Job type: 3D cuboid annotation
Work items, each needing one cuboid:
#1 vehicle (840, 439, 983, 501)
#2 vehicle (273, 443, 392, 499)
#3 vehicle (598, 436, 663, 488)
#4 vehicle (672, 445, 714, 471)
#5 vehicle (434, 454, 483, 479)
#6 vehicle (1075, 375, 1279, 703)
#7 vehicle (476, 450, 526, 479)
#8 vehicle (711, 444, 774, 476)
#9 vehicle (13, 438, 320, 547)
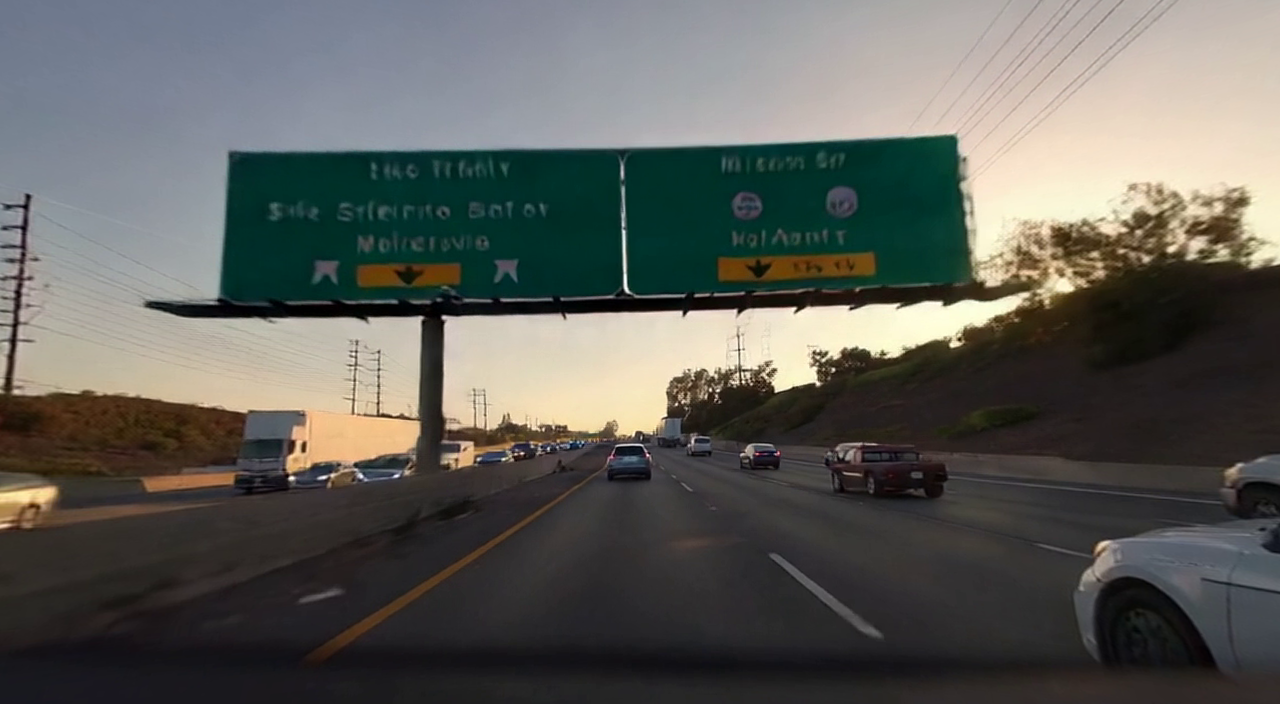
[{"bbox_3d":[7.176,3.143,17.248,1.958,1.473,4.201,0,-9,-1],"label":"vehicle"},{"bbox_3d":[-11.509,4.450,24.083,2.113,1.873,4.741,0,-9,0],"label":"vehicle"},{"bbox_3d":[-0.373,4.206,24.520,2.298,1.809,4.359,0,-9,-1],"label":"vehicle"},{"bbox_3d":[3.228,6.495,39.025,2.115,1.481,3.968,0,-9,-2],"label":"vehicle"},{"bbox_3d":[-11.914,7.519,41.662,1.888,1.455,4.410,0,-9,1],"label":"vehicle"},{"bbox_3d":[3.343,0.731,1.449,1.967,1.547,3.777,0,-9,0],"label":"vehicle"},{"bbox_3d":[-8.023,6.492,36.735,1.931,1.541,4.018,0,-9,1],"label":"vehicle"},{"bbox_3d":[5.043,5.350,31.663,1.934,1.461,4.368,1,-9,-7],"label":"vehicle"},{"bbox_3d":[-8.309,2.465,11.862,2.069,1.613,4.660,0,-9,1],"label":"vehicle"}]
